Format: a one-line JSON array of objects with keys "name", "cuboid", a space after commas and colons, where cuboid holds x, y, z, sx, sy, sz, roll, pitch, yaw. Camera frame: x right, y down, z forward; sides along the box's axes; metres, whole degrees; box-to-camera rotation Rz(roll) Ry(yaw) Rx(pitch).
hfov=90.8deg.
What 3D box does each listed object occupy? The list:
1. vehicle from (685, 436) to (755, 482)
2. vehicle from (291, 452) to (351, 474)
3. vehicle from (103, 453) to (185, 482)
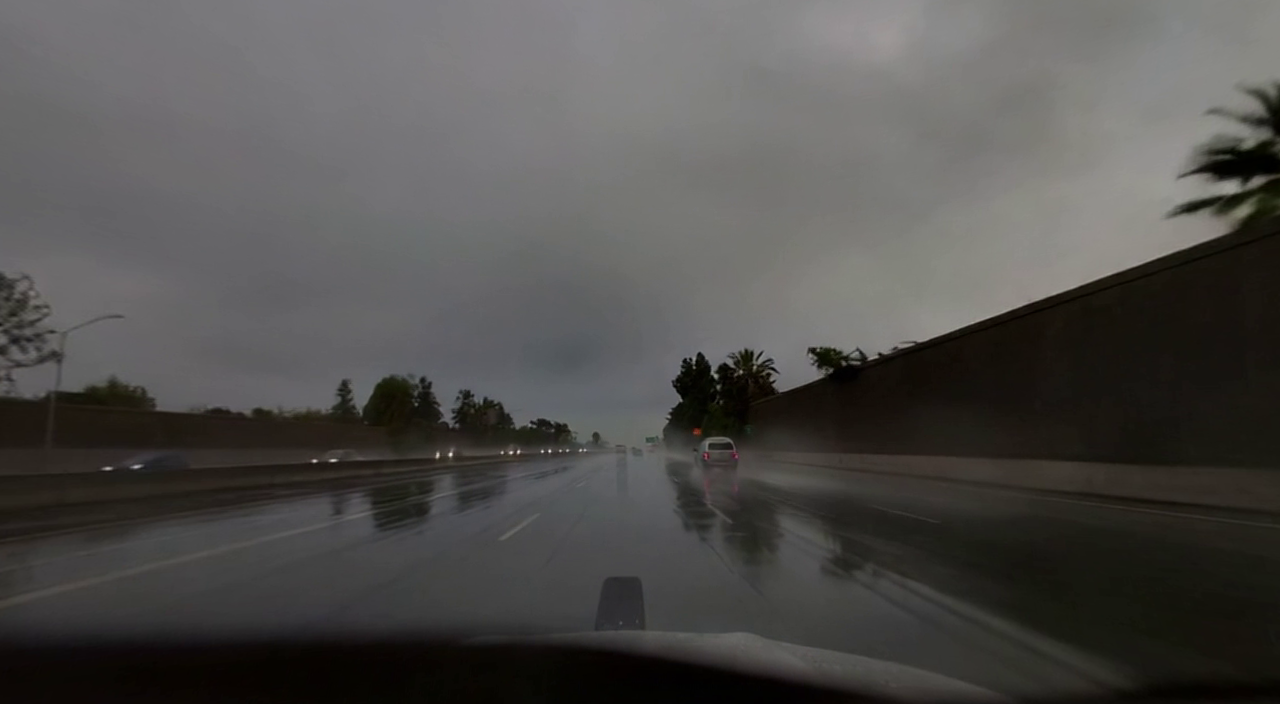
[{"name": "vehicle", "cuboid": [3.091, 4.279, 25.459, 2.130, 1.677, 4.317, 0, -9, -2]}, {"name": "vehicle", "cuboid": [-23.381, 8.143, 46.478, 1.899, 1.498, 4.767, 0, -9, 1]}, {"name": "vehicle", "cuboid": [-34.403, 7.974, 44.005, 1.954, 1.838, 4.641, 0, -9, 0]}]
